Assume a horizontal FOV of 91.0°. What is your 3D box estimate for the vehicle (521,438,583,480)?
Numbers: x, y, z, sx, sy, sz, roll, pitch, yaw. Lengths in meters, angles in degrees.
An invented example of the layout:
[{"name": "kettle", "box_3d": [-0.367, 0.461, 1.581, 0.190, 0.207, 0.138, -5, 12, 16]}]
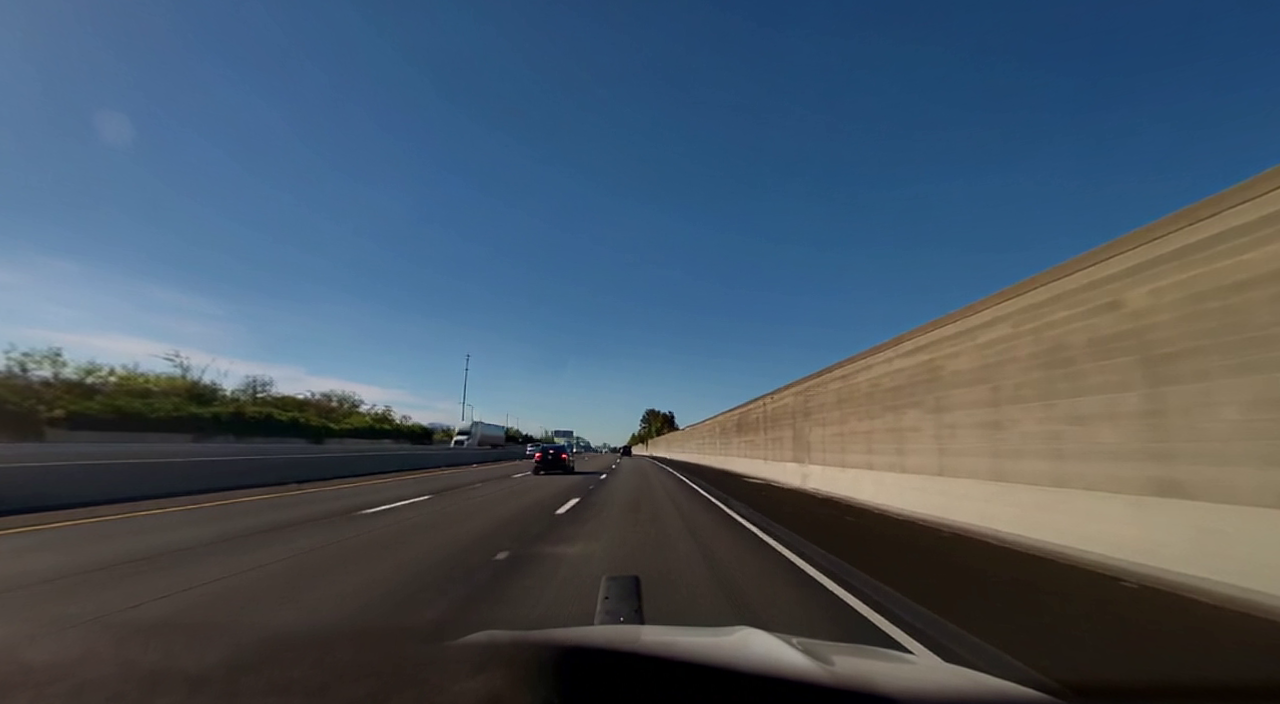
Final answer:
[{"name": "vehicle", "box_3d": [-3.879, 4.814, 28.553, 2.133, 1.683, 4.340, 1, -9, 0]}]
